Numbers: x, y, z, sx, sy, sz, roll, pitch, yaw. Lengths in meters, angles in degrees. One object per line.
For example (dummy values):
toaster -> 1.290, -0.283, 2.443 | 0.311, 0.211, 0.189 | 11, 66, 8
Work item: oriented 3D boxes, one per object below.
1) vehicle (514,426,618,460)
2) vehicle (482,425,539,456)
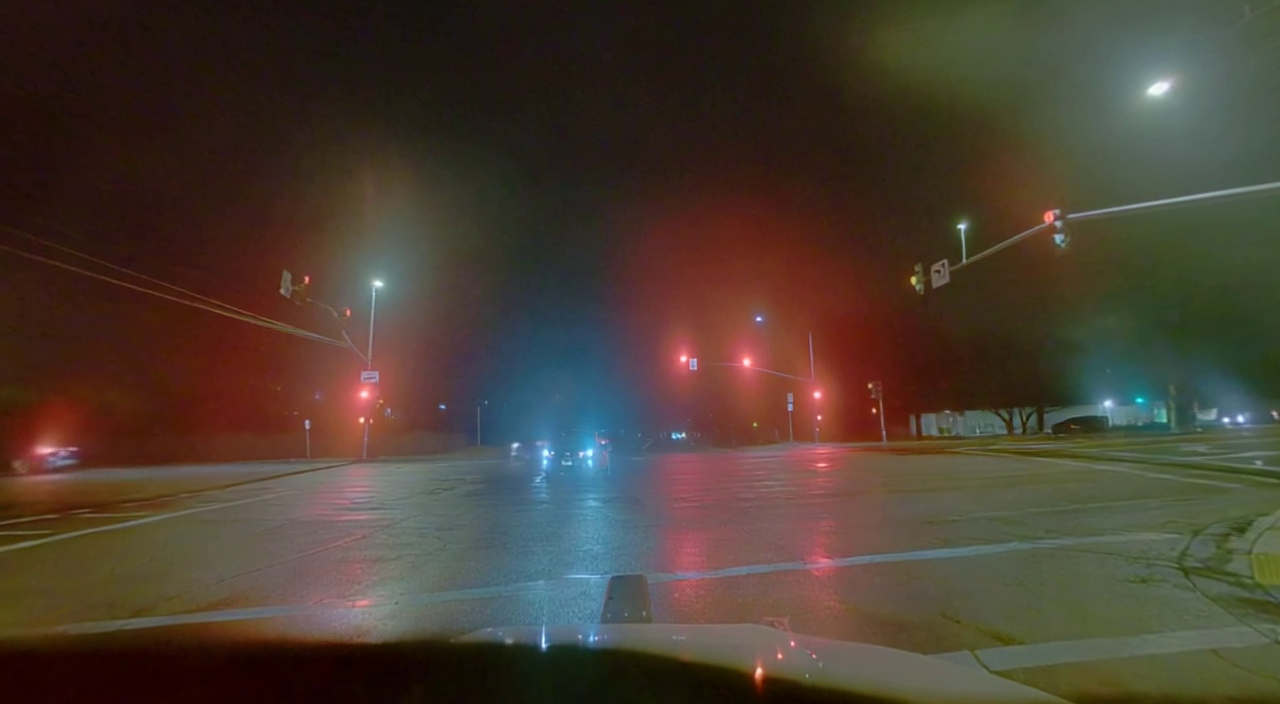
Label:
vehicle -> -3.345, 4.110, 28.506 | 4.510, 1.431, 1.884 | 1, -9, -8
vehicle -> -8.285, 5.734, 40.870 | 2.000, 1.864, 5.044 | -1, -9, 7
